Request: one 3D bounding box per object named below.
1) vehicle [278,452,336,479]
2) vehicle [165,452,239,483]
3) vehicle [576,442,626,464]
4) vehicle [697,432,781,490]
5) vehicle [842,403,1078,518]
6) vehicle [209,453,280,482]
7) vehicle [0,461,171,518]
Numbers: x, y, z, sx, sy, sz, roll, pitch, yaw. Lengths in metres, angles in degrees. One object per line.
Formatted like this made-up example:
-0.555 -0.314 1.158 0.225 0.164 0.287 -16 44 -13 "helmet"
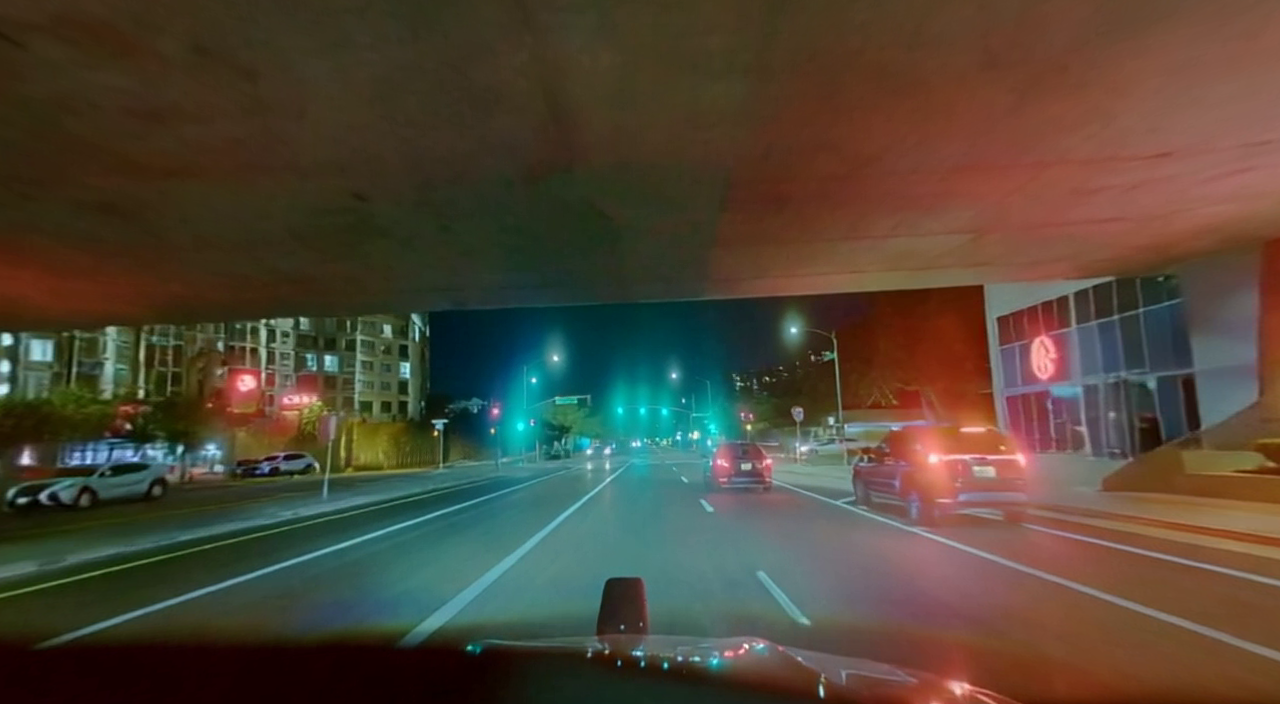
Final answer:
-22.727 7.719 43.194 1.757 1.699 3.854 -1 -8 2 "vehicle"
-29.846 7.858 43.174 1.811 1.942 4.376 -1 -8 1 "vehicle"
-2.937 7.450 46.622 2.099 1.562 4.037 5 -10 -31 "vehicle"
2.898 3.286 19.342 1.947 1.576 3.825 0 -8 0 "vehicle"
6.879 2.444 14.676 2.433 2.116 5.789 0 -8 0 "vehicle"
-27.081 7.862 43.380 1.807 1.795 4.566 0 -8 1 "vehicle"
-17.749 4.322 20.232 1.985 1.505 4.275 -1 -8 2 "vehicle"
